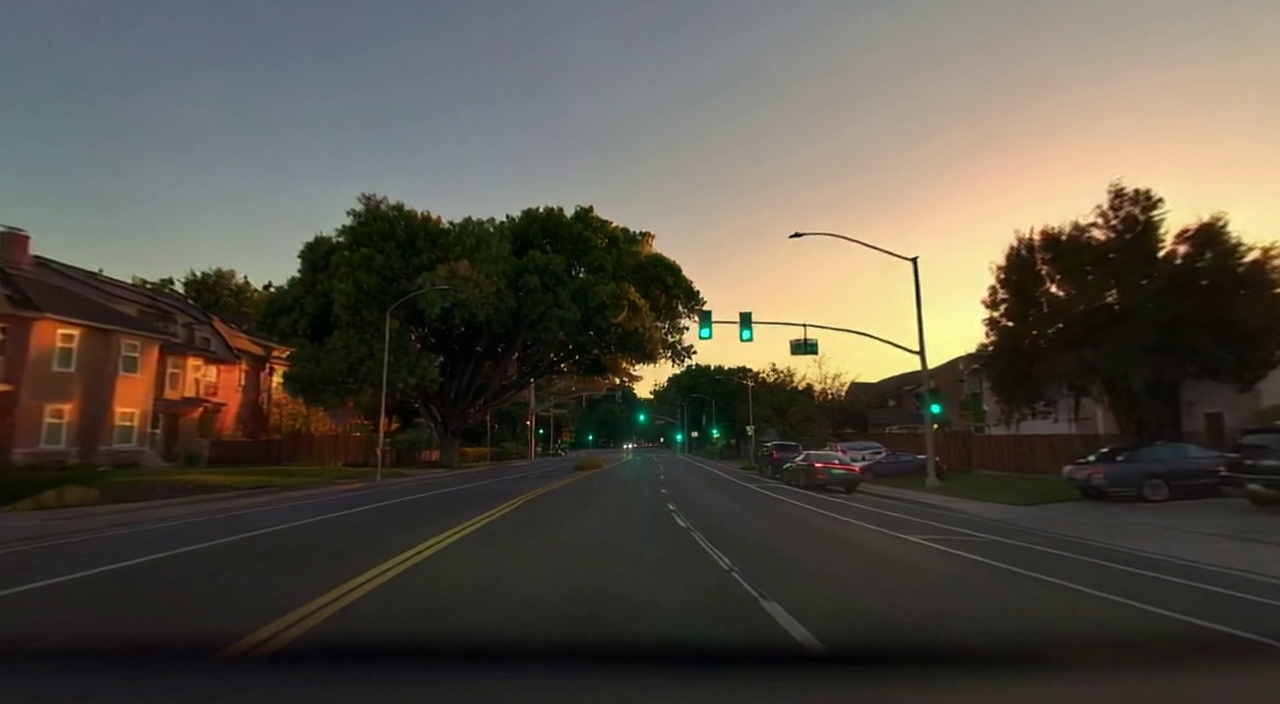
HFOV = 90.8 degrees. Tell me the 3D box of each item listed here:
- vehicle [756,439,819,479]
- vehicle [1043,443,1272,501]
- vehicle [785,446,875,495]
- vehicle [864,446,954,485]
[{"bbox_3d":[7.717,5.634,33.595,2.196,1.889,5.679,0,-9,2],"label":"vehicle"},{"bbox_3d":[13.736,3.186,17.022,4.366,1.457,1.910,0,-9,3],"label":"vehicle"},{"bbox_3d":[7.168,4.494,24.408,2.064,1.498,4.877,5,-8,2],"label":"vehicle"},{"bbox_3d":[11.079,4.684,26.379,1.925,1.490,4.475,-1,-9,2],"label":"vehicle"}]
